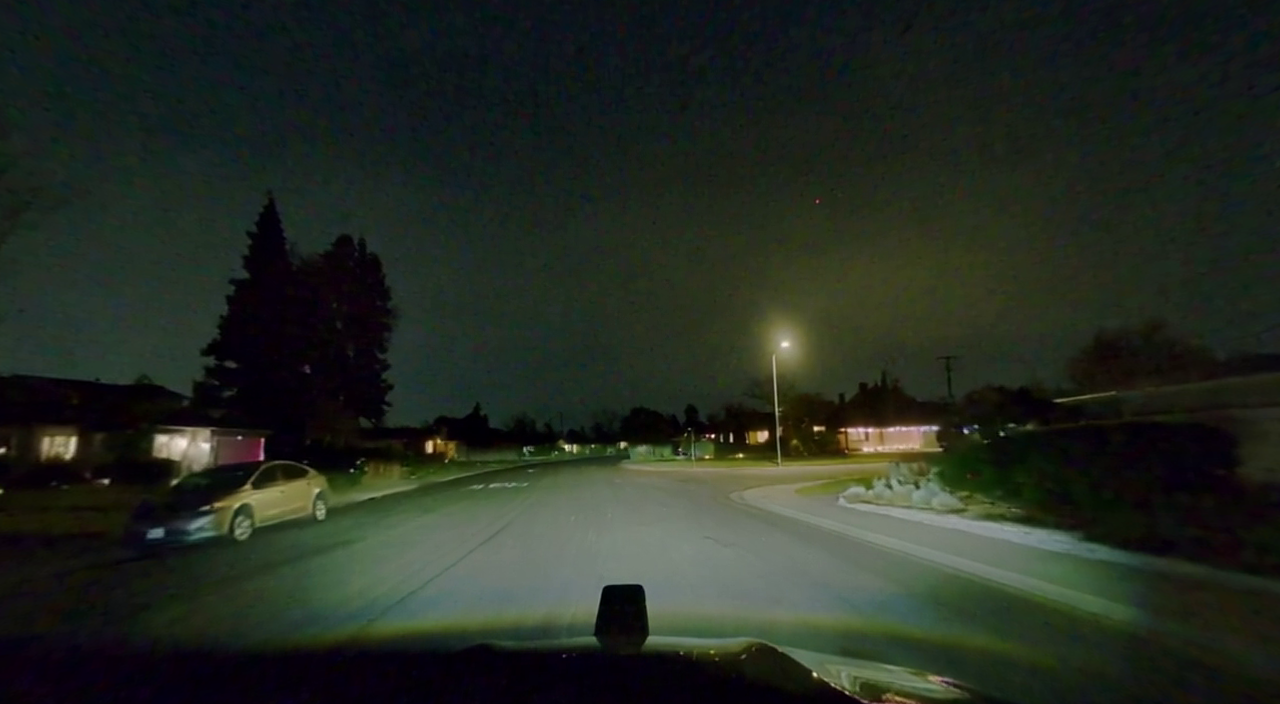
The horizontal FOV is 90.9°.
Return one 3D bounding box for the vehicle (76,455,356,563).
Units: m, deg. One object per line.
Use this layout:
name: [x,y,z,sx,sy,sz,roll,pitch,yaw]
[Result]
vehicle: [-7.536,2.784,12.156,2.069,1.487,5.470,-1,-9,-6]
